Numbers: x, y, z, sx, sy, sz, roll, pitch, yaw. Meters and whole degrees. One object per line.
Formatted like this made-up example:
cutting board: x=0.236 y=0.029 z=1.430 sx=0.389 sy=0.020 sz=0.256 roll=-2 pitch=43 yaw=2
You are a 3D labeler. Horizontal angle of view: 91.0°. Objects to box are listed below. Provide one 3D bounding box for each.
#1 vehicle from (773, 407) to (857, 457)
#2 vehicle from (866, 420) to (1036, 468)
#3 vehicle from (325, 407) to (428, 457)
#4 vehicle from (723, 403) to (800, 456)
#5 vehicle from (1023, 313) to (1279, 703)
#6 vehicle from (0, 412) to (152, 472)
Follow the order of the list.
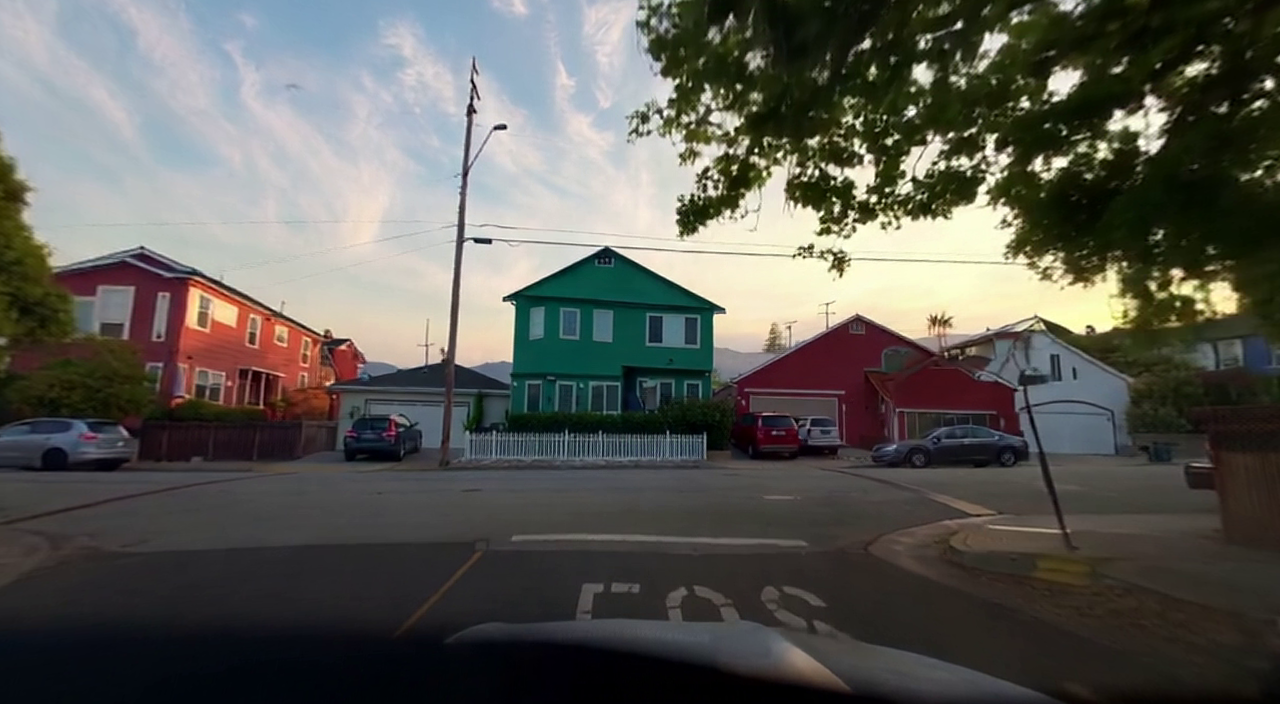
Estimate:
vehicle: x=6.900 y=3.220 z=25.295 sx=2.053 sy=1.756 sz=4.034 roll=-1 pitch=-8 yaw=-2
vehicle: x=10.297 y=3.086 z=21.144 sx=4.644 sy=1.482 sz=1.997 roll=0 pitch=-8 yaw=1
vehicle: x=-10.167 y=3.177 z=24.763 sx=2.091 sy=1.760 sz=4.760 roll=0 pitch=-8 yaw=-2
vehicle: x=4.718 y=3.056 z=25.176 sx=2.081 sy=1.891 sz=4.367 roll=-1 pitch=-6 yaw=-2
vehicle: x=3.290 y=0.606 z=0.884 sx=2.109 sy=1.811 sz=4.886 roll=0 pitch=-8 yaw=-5
vehicle: x=-18.125 y=2.771 z=19.339 sx=4.417 sy=1.703 sz=2.093 roll=0 pitch=-8 yaw=-3
